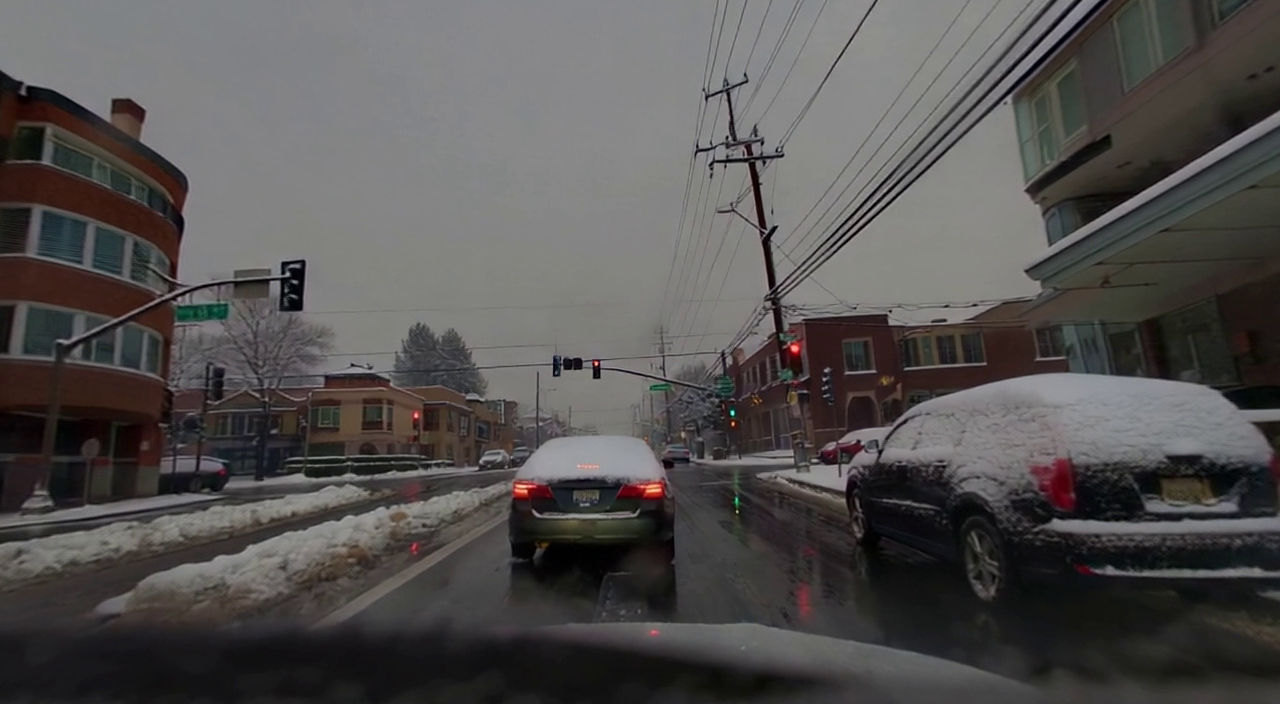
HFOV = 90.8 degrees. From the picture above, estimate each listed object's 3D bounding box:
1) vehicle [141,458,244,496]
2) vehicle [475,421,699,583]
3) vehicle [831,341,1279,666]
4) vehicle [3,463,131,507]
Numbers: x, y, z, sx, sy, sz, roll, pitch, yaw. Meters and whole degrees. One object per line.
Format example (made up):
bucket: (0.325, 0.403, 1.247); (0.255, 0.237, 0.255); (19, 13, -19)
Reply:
vehicle: (-25.353, 7.091, 35.906); (4.337, 1.739, 1.981); (-5, -11, 1)
vehicle: (-0.479, 1.670, 7.841); (2.019, 1.453, 4.129); (0, -8, 0)
vehicle: (3.839, 1.259, 6.353); (2.248, 1.945, 5.011); (0, -8, 0)
vehicle: (-24.771, 5.755, 27.393); (3.891, 1.538, 1.698); (-4, -11, 0)
